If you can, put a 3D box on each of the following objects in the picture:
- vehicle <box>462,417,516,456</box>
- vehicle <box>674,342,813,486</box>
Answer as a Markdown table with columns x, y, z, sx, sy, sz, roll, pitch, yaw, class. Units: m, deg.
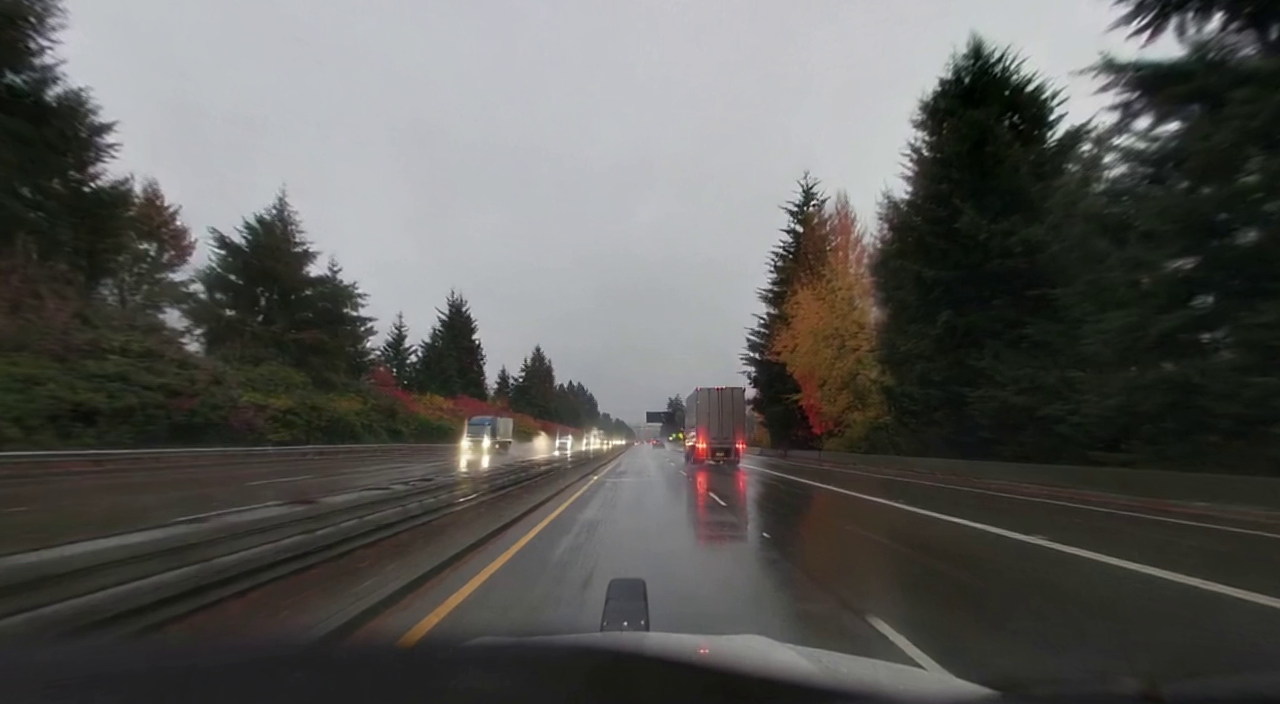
| x | y | z | sx | sy | sz | roll | pitch | yaw | class |
| --- | --- | --- | --- | --- | --- | --- | --- | --- | --- |
| -11.343 | 6.449 | 47.834 | 2.322 | 2.720 | 6.848 | 0 | -8 | 1 | vehicle |
| 3.463 | 2.828 | 25.891 | 3.691 | 4.331 | 13.909 | 0 | -8 | 1 | vehicle |
